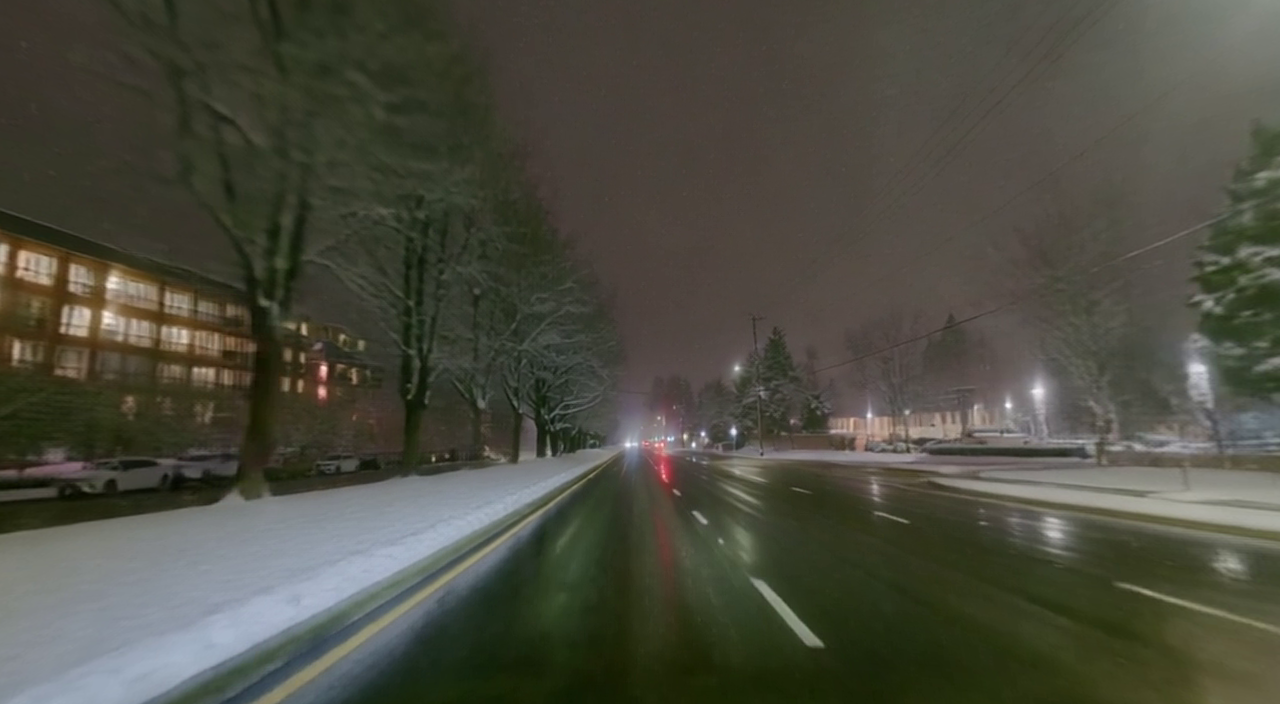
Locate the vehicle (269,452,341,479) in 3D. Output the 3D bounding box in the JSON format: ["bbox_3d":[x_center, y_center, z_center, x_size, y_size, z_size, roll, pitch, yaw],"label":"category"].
[{"bbox_3d":[-20.328,6.852,38.529,1.798,1.487,4.486,0,-8,2],"label":"vehicle"}]

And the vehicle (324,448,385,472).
[{"bbox_3d":[-19.731,7.530,43.902,1.920,1.561,4.654,-1,-10,2],"label":"vehicle"}]

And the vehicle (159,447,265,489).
[{"bbox_3d":[-21.211,5.742,31.604,1.879,1.757,4.656,-2,-7,3],"label":"vehicle"}]

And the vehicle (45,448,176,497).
[{"bbox_3d":[-22.038,4.997,26.565,1.863,1.845,4.073,0,-8,1],"label":"vehicle"}]
